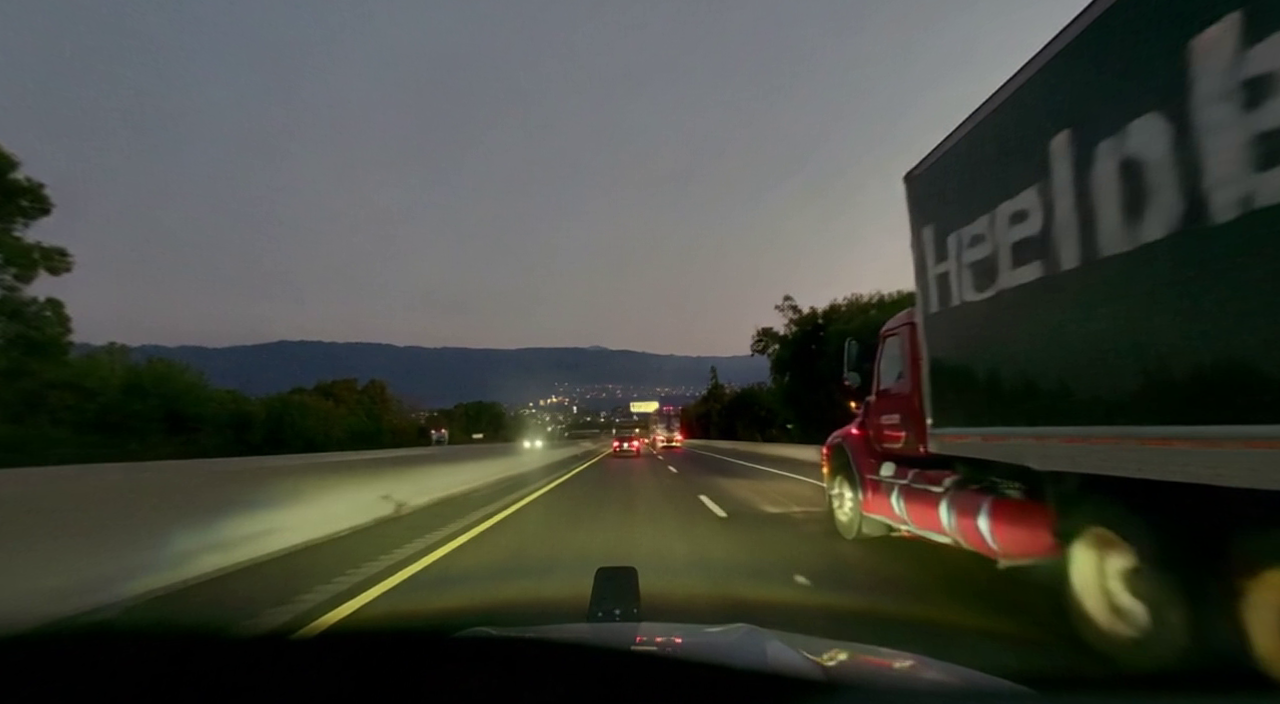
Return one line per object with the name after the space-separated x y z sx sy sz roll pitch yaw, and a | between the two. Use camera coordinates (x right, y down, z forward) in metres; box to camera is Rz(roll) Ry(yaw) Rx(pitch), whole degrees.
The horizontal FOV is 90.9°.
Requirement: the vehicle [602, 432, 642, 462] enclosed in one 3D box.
-0.979 5.246 35.047 2.095 1.557 3.963 0 -8 -1 | vehicle

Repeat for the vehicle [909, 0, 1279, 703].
4.101 -0.410 1.152 2.955 3.940 9.037 0 -8 -2 | vehicle
